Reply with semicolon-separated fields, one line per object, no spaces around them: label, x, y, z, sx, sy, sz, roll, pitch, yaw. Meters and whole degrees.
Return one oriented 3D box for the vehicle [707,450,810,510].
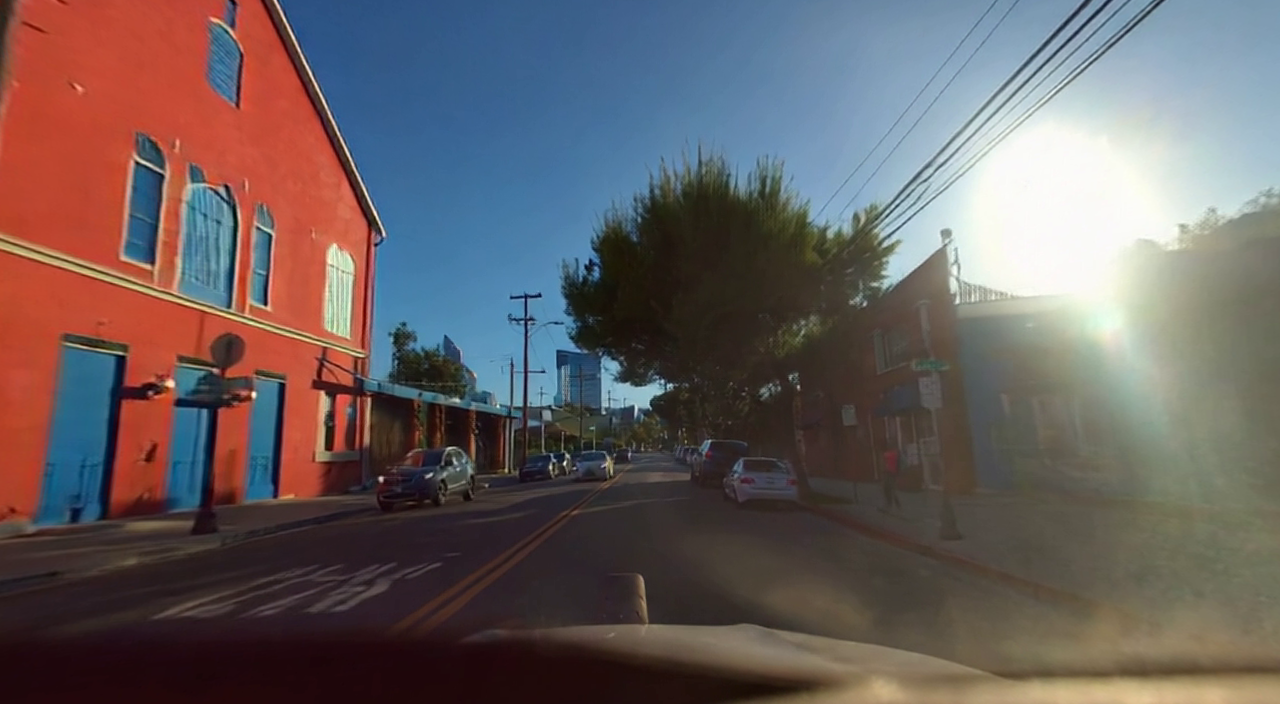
vehicle;3.169;3.517;17.889;1.966;1.471;4.552;0;-9;-1

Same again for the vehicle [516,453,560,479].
vehicle;-6.123;6.894;38.425;1.844;1.486;4.474;0;-9;2

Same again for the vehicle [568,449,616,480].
vehicle;-2.490;5.977;33.869;2.036;1.515;4.437;0;-9;2

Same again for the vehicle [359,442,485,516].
vehicle;-6.279;3.644;18.791;2.140;1.746;4.385;-4;-8;1
